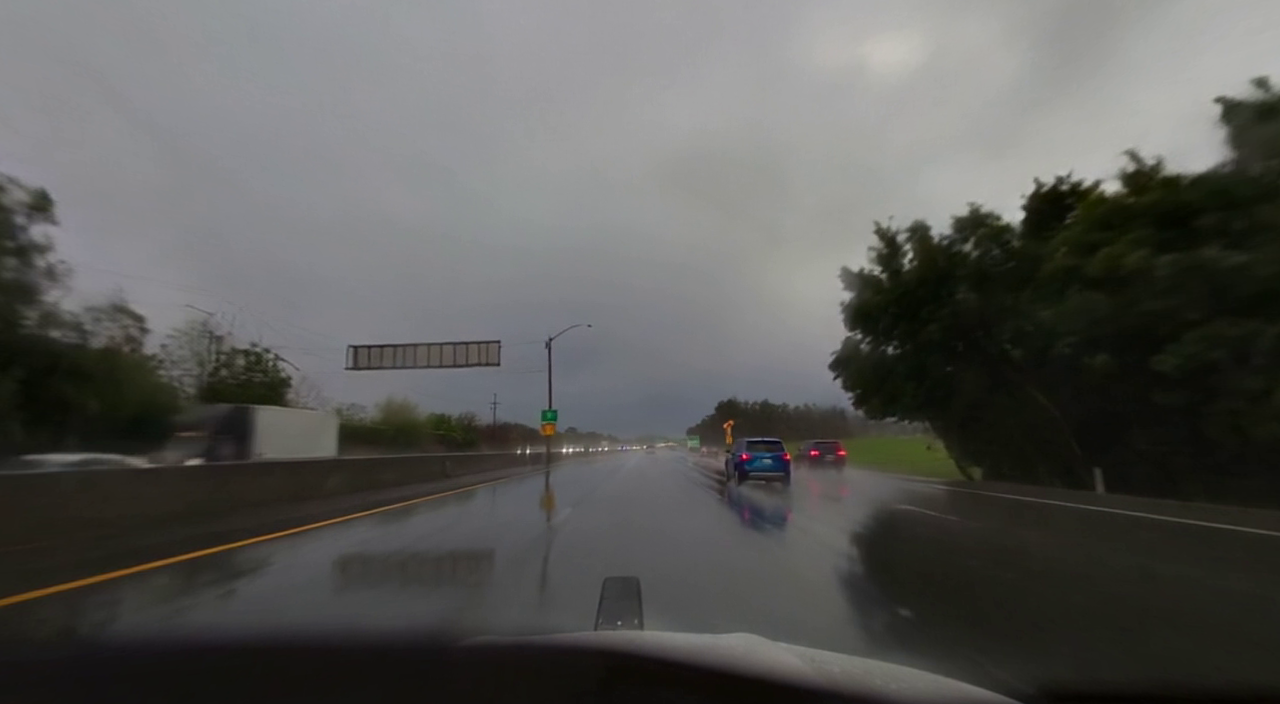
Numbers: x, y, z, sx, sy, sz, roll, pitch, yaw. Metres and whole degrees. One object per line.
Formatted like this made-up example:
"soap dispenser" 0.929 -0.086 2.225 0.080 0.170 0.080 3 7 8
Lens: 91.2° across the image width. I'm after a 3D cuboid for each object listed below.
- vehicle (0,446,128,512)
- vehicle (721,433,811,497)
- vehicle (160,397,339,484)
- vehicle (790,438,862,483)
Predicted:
"vehicle" -14.534 2.866 14.319 1.837 1.381 4.562 0 -9 0
"vehicle" 3.693 3.393 19.153 1.784 1.733 4.141 0 -9 -1
"vehicle" -18.249 4.318 30.314 3.104 3.566 8.472 0 -9 0
"vehicle" 8.194 4.798 27.934 1.898 1.798 3.805 0 -9 -2
